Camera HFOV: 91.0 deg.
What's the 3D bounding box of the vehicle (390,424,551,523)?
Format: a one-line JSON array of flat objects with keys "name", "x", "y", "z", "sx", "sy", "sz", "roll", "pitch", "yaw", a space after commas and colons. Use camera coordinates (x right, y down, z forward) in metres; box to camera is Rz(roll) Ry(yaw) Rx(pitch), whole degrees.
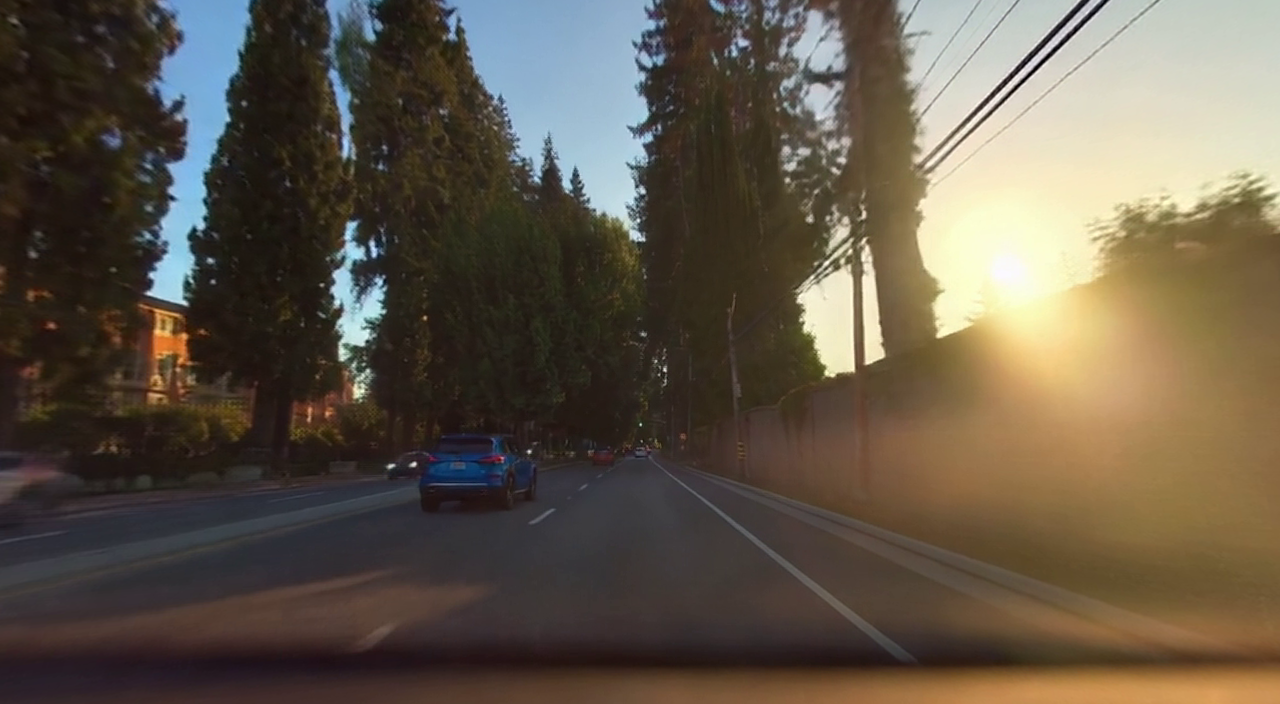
[{"name": "vehicle", "x": -3.351, "y": 2.506, "z": 13.558, "sx": 2.147, "sy": 1.730, "sz": 4.555, "roll": 0, "pitch": -8, "yaw": 1}]
